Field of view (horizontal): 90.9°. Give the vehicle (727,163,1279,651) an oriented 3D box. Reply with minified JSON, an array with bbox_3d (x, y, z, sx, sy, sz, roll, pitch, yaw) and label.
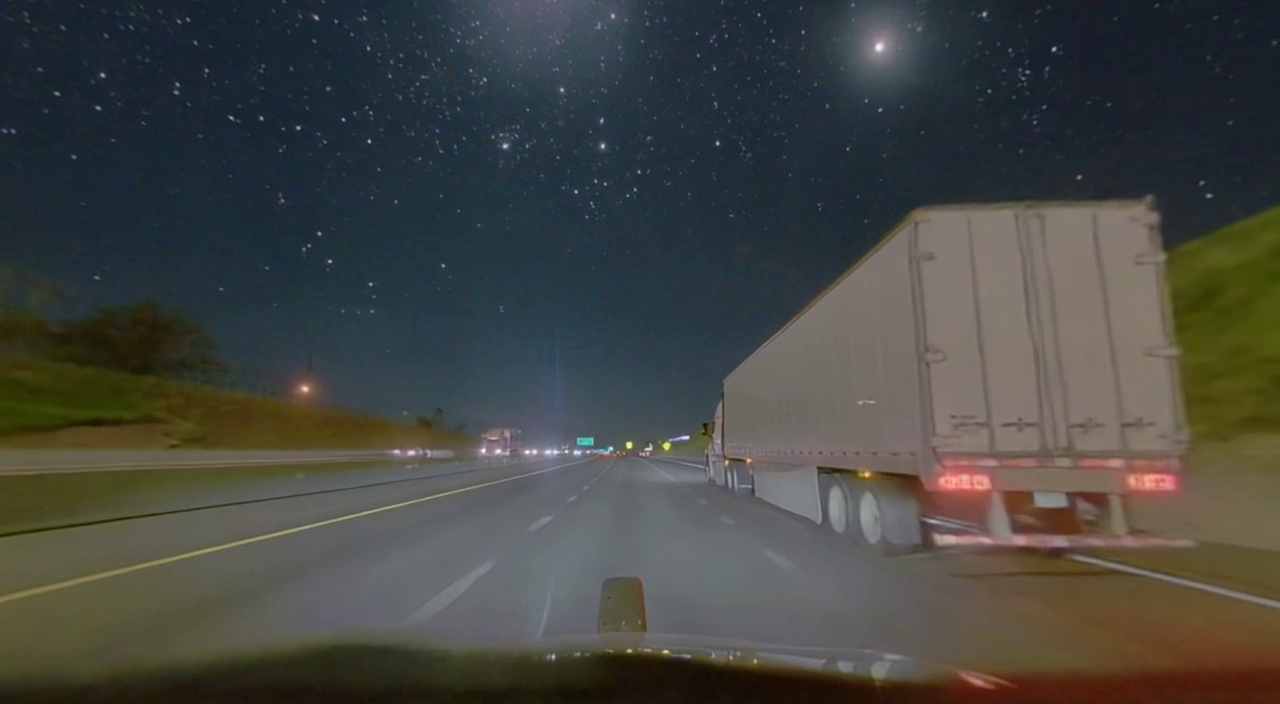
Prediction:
[{"bbox_3d":[3.820,1.208,10.453,2.876,3.586,11.726,0,-9,-1],"label":"vehicle"}]
